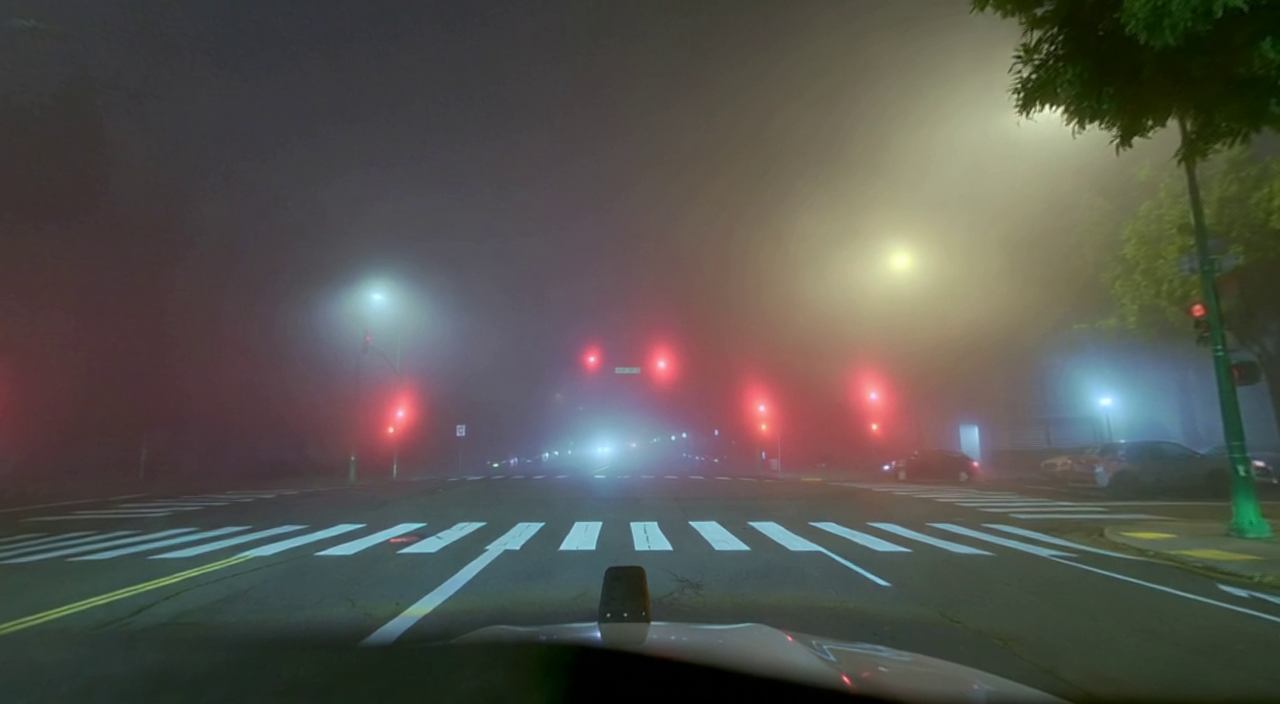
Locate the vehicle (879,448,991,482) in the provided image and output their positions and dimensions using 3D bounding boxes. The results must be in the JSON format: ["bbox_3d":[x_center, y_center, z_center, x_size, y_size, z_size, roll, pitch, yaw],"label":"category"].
[{"bbox_3d":[14.029,5.382,30.193,4.368,1.522,1.972,-1,-8,5],"label":"vehicle"}]

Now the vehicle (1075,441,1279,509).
[{"bbox_3d":[12.995,2.793,14.558,4.424,1.436,1.804,0,-9,5],"label":"vehicle"}]

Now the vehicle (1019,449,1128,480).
[{"bbox_3d":[22.371,5.806,32.637,4.239,1.472,1.889,0,-8,0],"label":"vehicle"}]
